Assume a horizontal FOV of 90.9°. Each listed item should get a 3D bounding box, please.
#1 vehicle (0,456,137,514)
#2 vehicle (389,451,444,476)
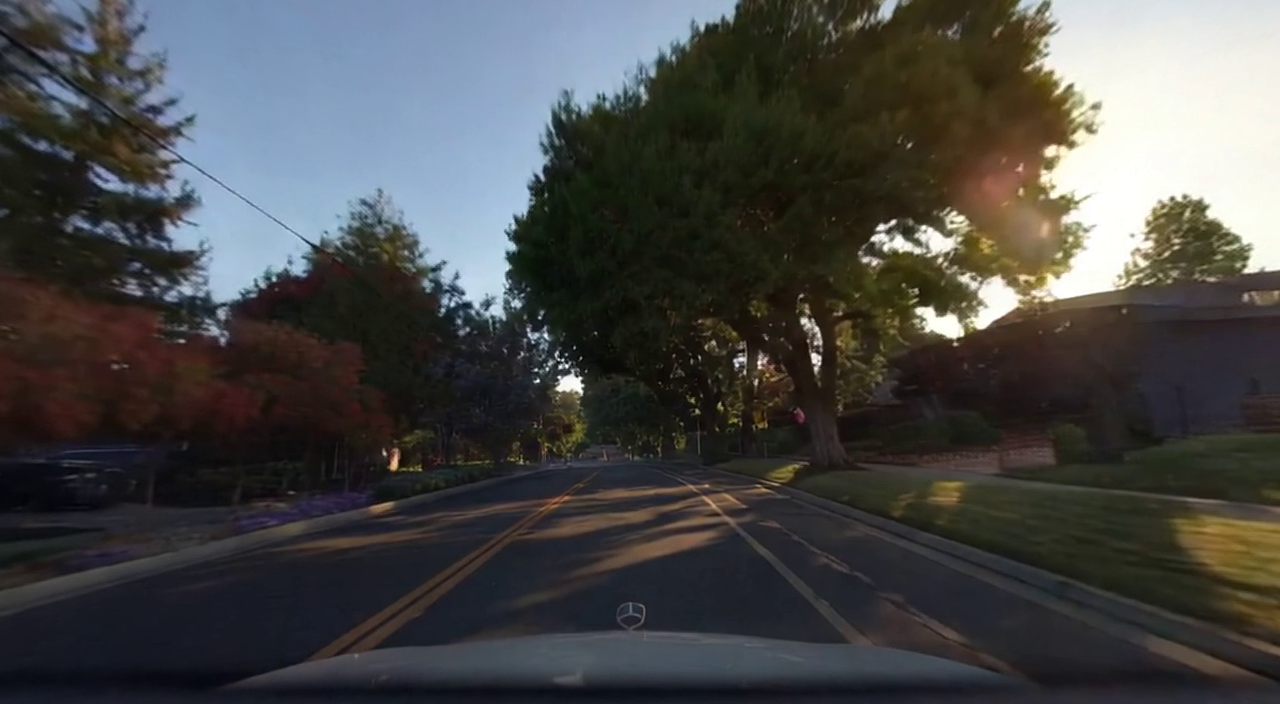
[{"bbox_3d":[-20.430,4.545,21.851,4.459,1.772,2.011,-1,-9,9],"label":"vehicle"},{"bbox_3d":[-16.472,8.229,46.664,1.897,1.698,4.532,-1,-8,8],"label":"vehicle"}]
